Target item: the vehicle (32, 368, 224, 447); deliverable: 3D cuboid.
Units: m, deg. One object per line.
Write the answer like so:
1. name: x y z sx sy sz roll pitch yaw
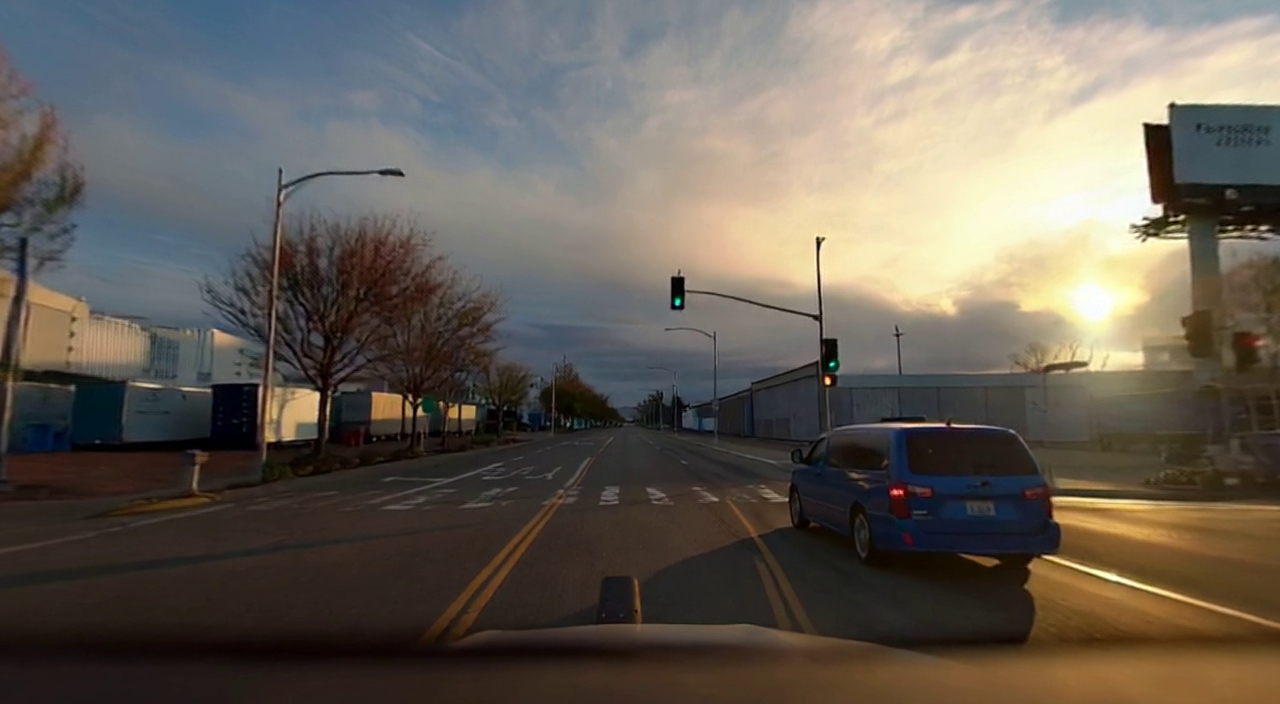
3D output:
1. vehicle: -27.598 3.136 34.815 2.943 3.741 9.094 1 -6 0

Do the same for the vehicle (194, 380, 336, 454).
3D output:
1. vehicle: -20.747 3.620 35.615 3.337 3.644 7.945 1 -5 -2

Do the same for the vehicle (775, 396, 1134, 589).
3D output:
1. vehicle: 3.532 1.672 8.482 2.202 1.822 4.826 1 -8 -2
